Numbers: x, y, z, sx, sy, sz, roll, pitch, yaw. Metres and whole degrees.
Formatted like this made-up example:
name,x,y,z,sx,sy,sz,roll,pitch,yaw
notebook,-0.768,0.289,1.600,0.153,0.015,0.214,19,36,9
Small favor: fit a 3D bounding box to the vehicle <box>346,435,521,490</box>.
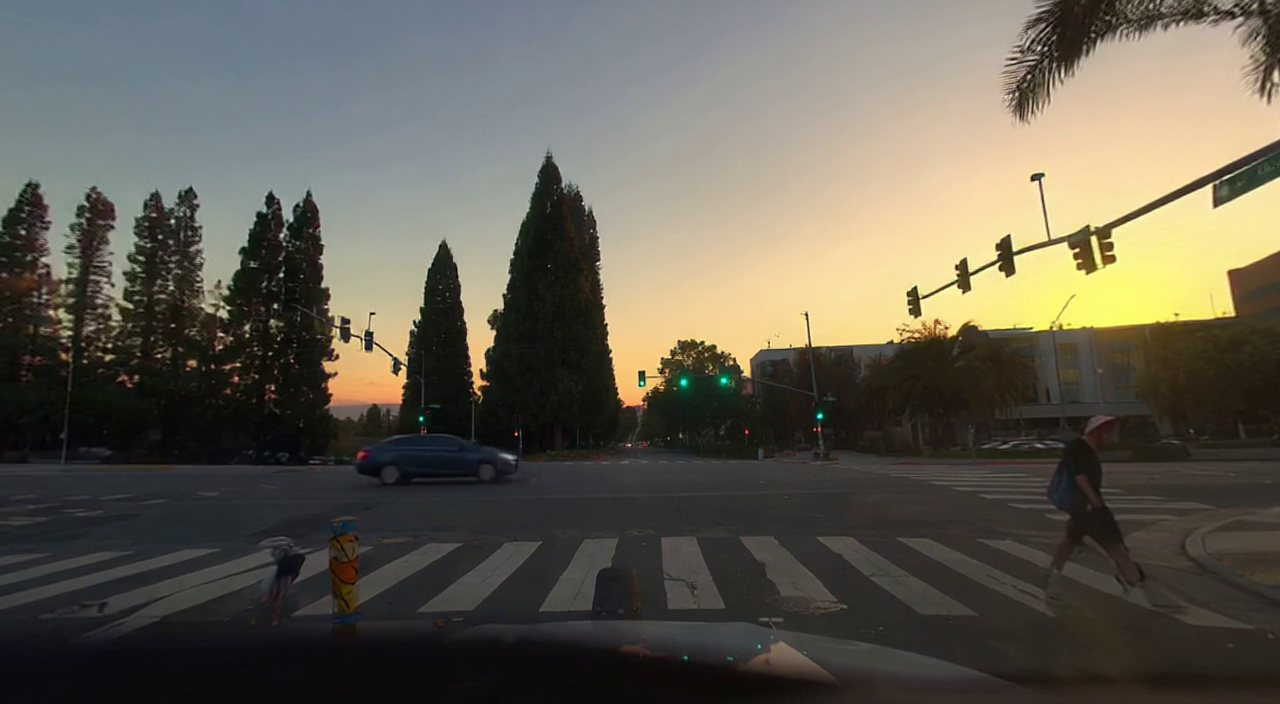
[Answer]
name,x,y,z,sx,sy,sz,roll,pitch,yaw
vehicle,-5.979,3.259,18.741,4.502,1.512,1.917,0,-9,0
